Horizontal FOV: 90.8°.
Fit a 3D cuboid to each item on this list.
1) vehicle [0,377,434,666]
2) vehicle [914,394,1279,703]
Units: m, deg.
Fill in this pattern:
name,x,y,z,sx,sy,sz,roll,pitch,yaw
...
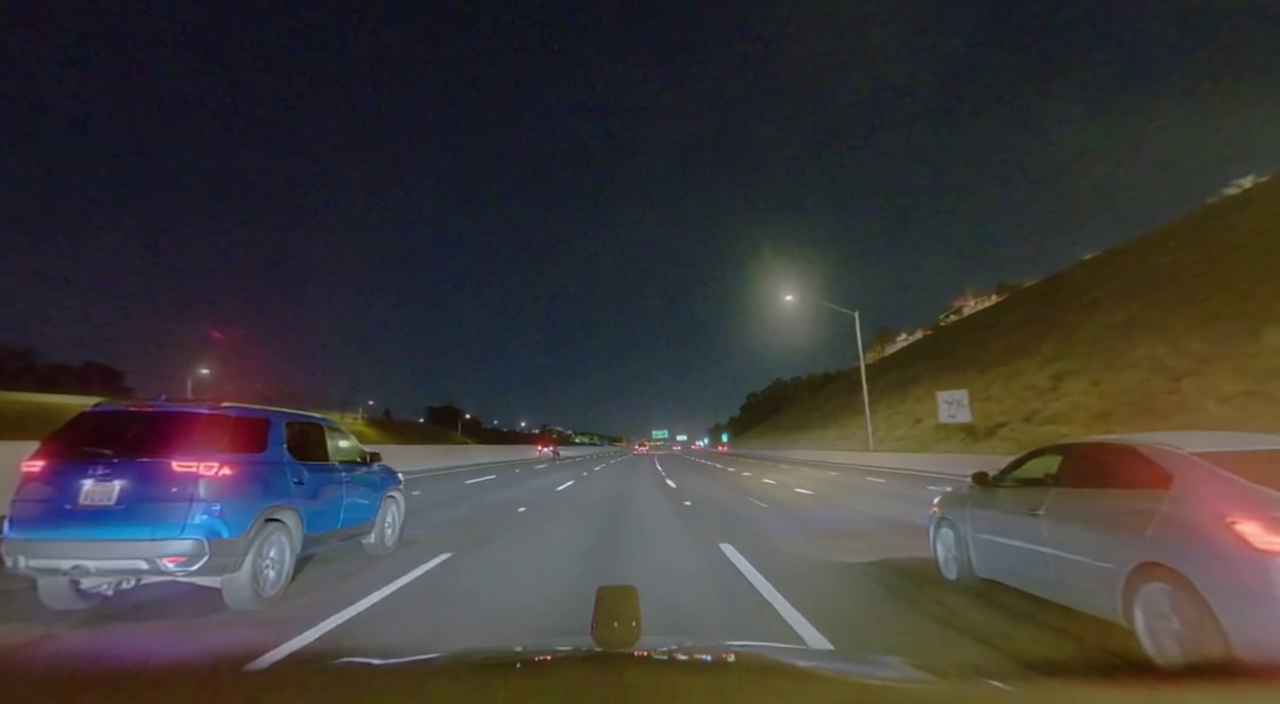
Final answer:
name,x,y,z,sx,sy,sz,roll,pitch,yaw
vehicle,-3.836,1.350,6.175,2.047,1.715,4.689,0,-8,0
vehicle,3.643,1.117,3.950,1.847,1.493,4.303,0,-8,-1
